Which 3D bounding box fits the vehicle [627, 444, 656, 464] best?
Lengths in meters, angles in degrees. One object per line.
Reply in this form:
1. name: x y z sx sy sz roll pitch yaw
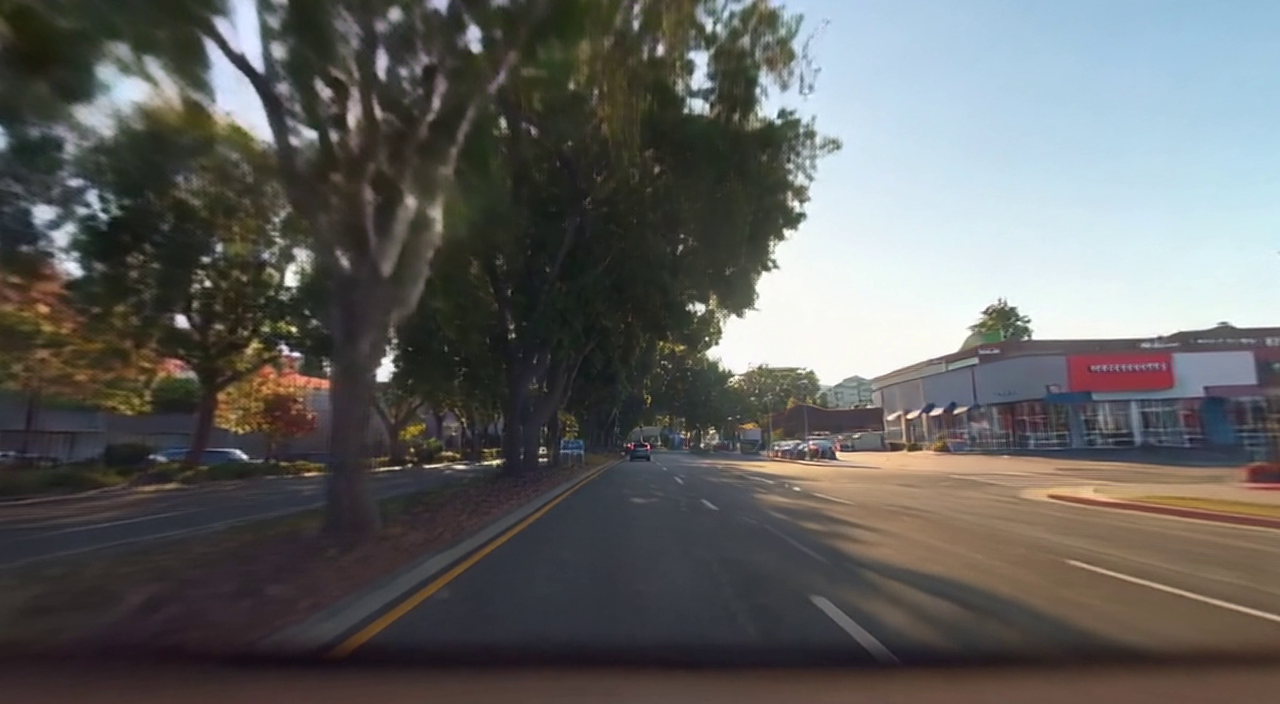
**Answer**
1. vehicle: 0.109 7.974 49.699 2.159 1.461 4.142 0 -8 -1
